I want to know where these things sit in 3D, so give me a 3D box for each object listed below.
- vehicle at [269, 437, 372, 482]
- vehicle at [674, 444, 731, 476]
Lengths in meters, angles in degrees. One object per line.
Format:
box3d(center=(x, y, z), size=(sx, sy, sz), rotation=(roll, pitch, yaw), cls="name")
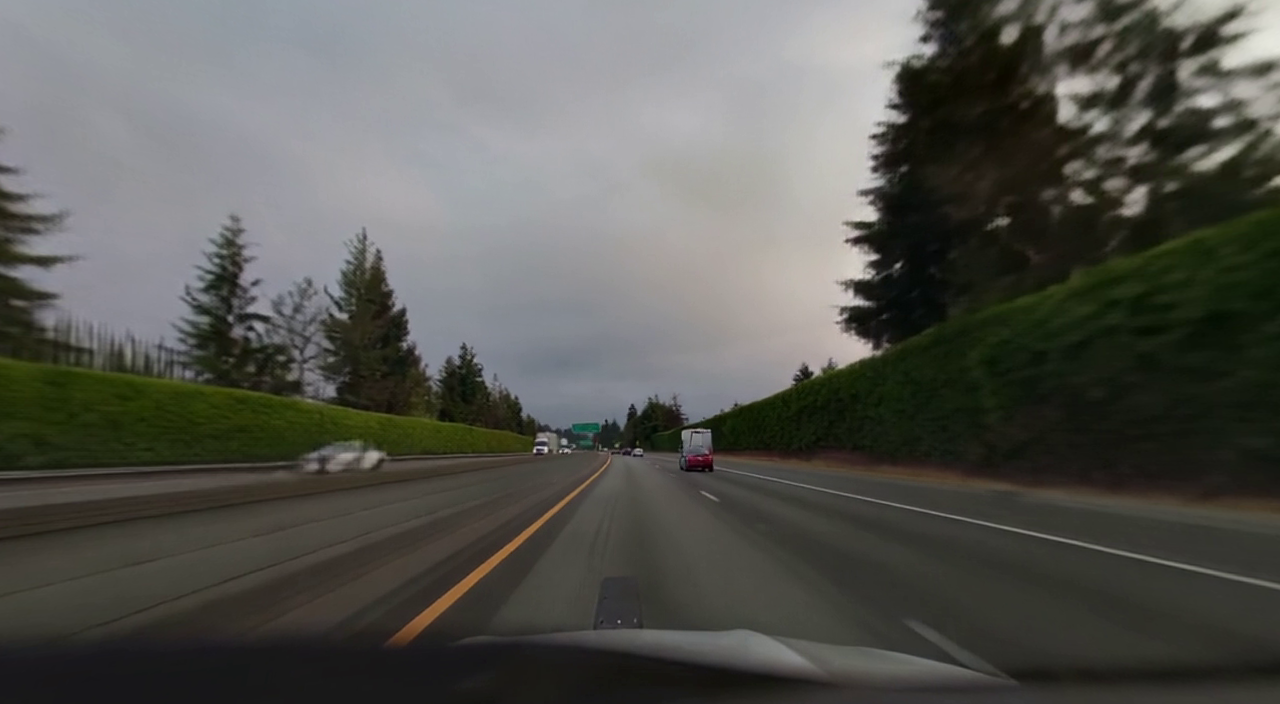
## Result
box3d(center=(-13.102, 4.432, 26.071), size=(2.004, 1.662, 4.359), rotation=(0, -9, -1), cls="vehicle")
box3d(center=(3.110, 5.540, 32.247), size=(2.244, 1.498, 4.338), rotation=(0, -9, -3), cls="vehicle")
